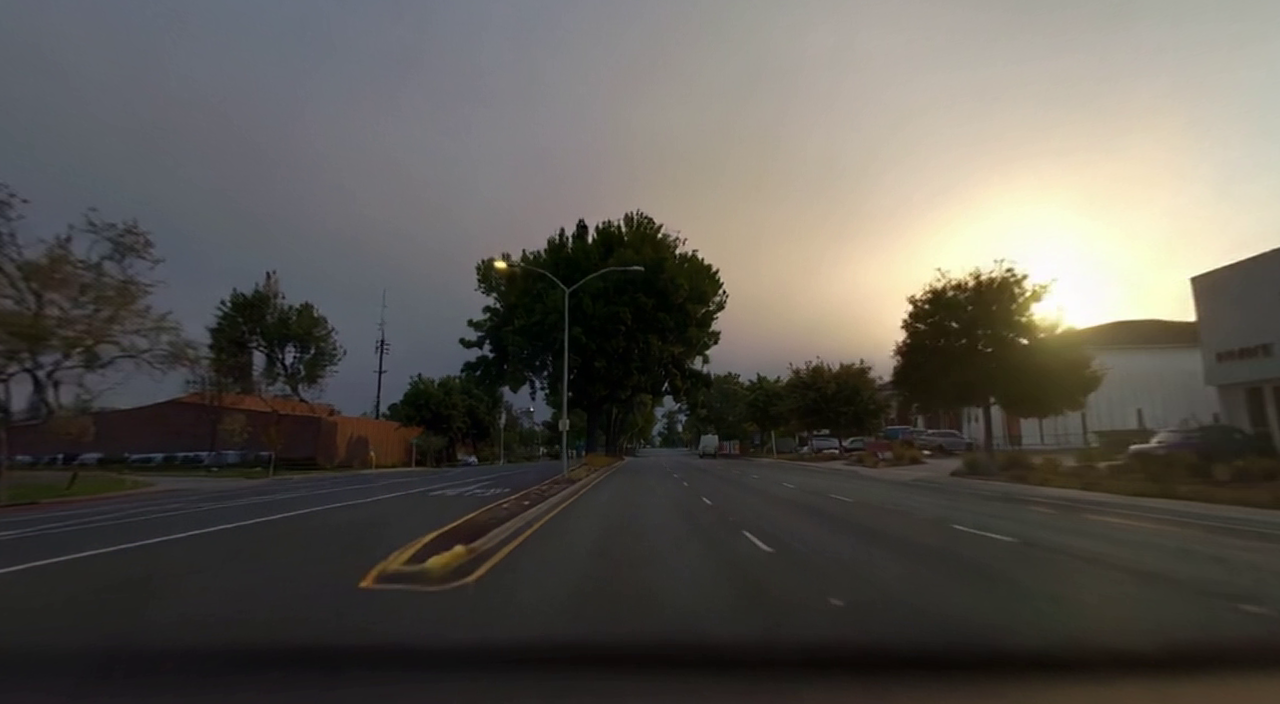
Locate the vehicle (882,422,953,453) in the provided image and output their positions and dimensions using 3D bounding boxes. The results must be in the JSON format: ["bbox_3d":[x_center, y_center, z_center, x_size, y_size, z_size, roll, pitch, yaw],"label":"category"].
[{"bbox_3d":[18.844,5.884,43.286,2.228,1.991,5.447,0,-9,-2],"label":"vehicle"}]

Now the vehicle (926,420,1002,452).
[{"bbox_3d":[22.305,5.841,43.776,2.269,1.949,5.193,-2,-8,-2],"label":"vehicle"}]
